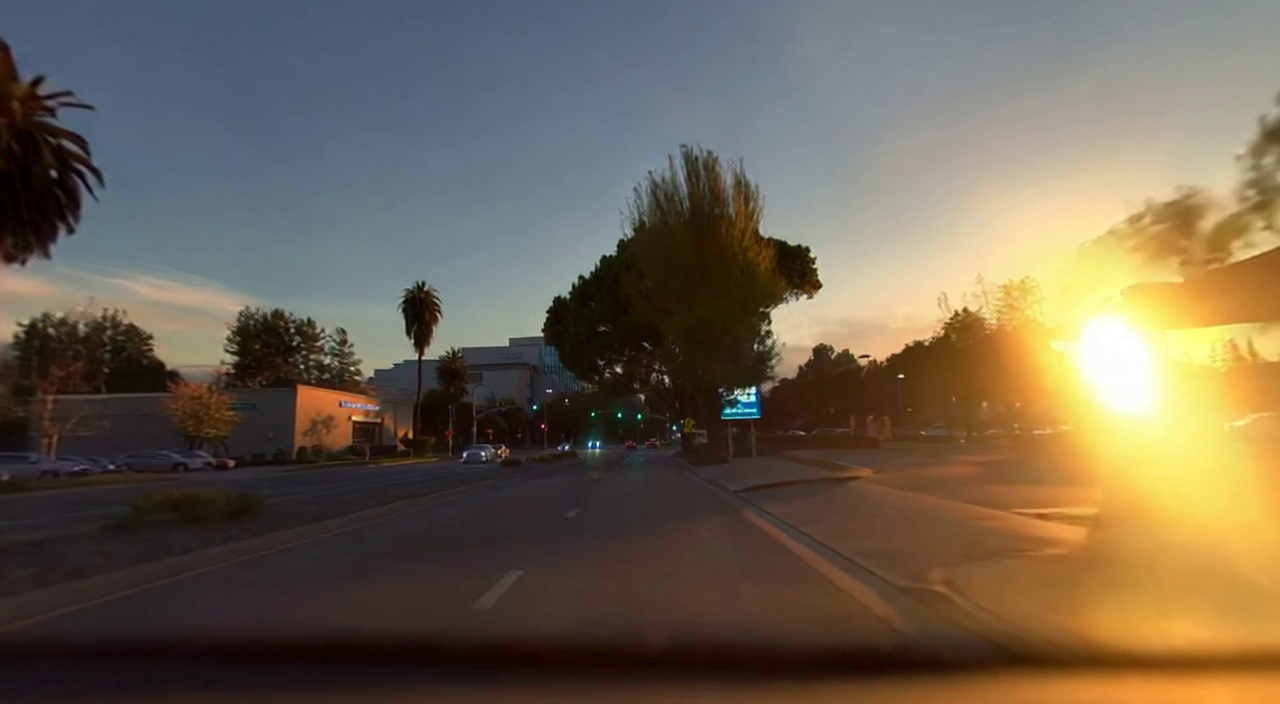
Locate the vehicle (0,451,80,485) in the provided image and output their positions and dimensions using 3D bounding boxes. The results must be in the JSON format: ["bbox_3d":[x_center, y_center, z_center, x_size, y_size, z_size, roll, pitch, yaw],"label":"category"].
[{"bbox_3d":[-29.964,5.528,30.098,4.310,1.533,1.917,0,-8,1],"label":"vehicle"}]

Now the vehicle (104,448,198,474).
[{"bbox_3d":[-29.775,6.655,38.285,4.133,1.501,1.876,0,-8,0],"label":"vehicle"}]

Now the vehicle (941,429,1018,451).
[{"bbox_3d":[25.347,6.580,46.972,4.649,1.611,1.945,0,-8,-1],"label":"vehicle"}]

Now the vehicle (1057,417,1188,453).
[{"bbox_3d":[25.112,4.337,32.819,5.117,1.813,2.052,0,-8,0],"label":"vehicle"}]

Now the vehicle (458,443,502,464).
[{"bbox_3d":[-12.126,7.697,47.894,2.078,1.532,4.627,0,-8,0],"label":"vehicle"}]
